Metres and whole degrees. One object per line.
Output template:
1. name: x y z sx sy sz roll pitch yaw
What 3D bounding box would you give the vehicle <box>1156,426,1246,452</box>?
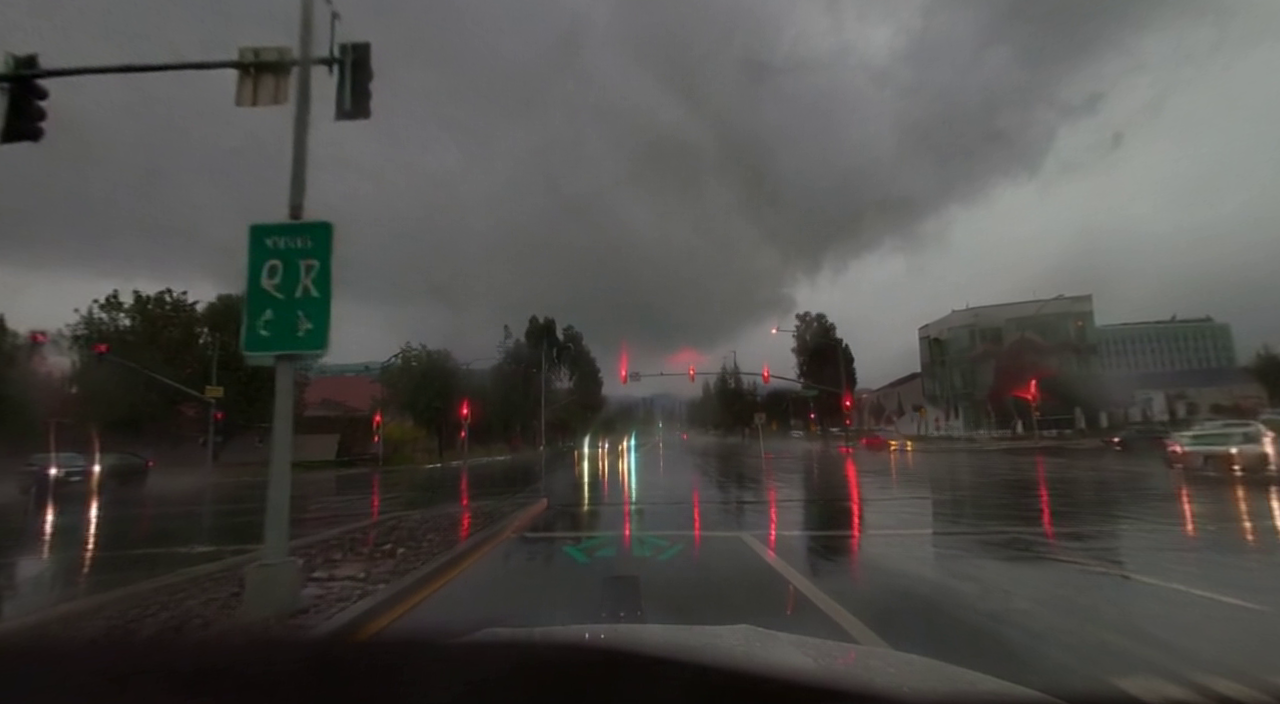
1. vehicle: 40.096 6.250 45.381 2.173 1.751 4.931 -1 -8 5

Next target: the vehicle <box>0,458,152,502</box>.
1. vehicle: -24.488 5.519 27.507 4.706 1.734 2.253 -1 -8 6
